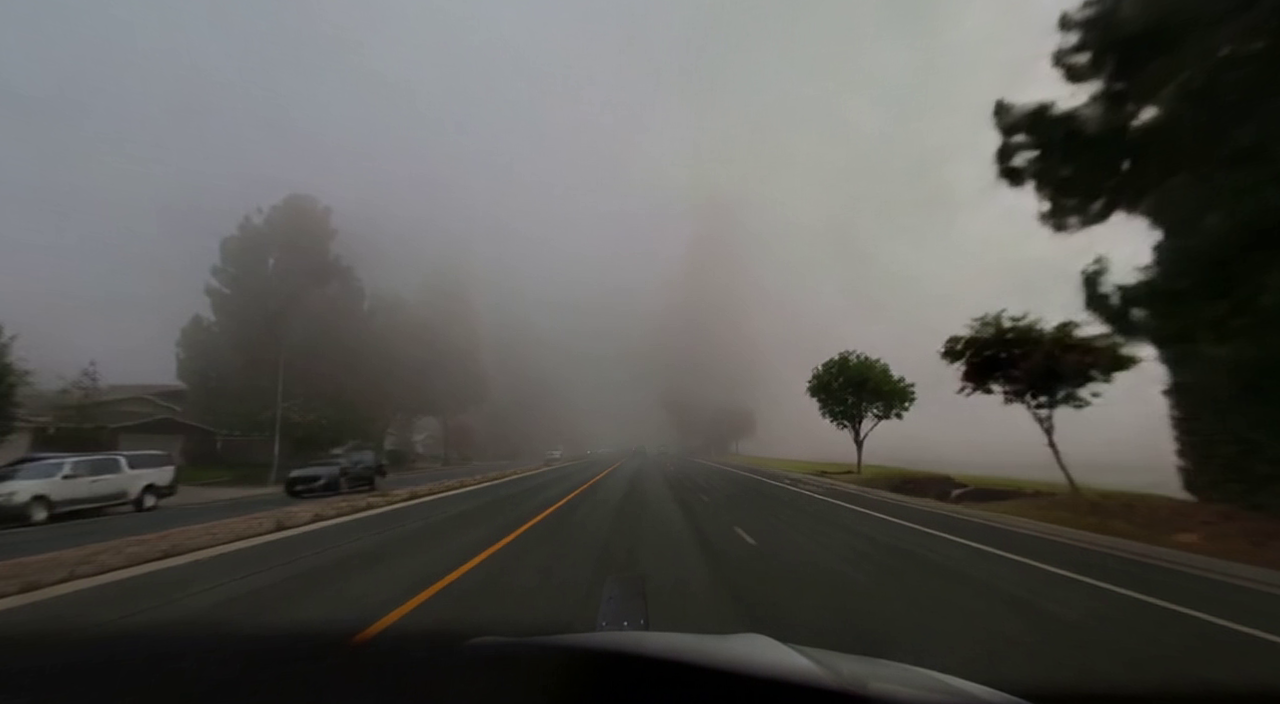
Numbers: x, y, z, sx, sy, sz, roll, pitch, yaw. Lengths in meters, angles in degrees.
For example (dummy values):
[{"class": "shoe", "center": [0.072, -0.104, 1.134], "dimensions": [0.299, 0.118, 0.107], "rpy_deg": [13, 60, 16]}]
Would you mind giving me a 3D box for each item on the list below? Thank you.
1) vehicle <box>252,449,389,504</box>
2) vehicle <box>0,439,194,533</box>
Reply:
[{"class": "vehicle", "center": [-9.772, 3.794, 19.765], "dimensions": [1.937, 1.481, 4.467], "rpy_deg": [0, -9, 1]}, {"class": "vehicle", "center": [-14.395, 3.256, 15.987], "dimensions": [2.071, 1.899, 5.640], "rpy_deg": [-4, -8, 0]}]
